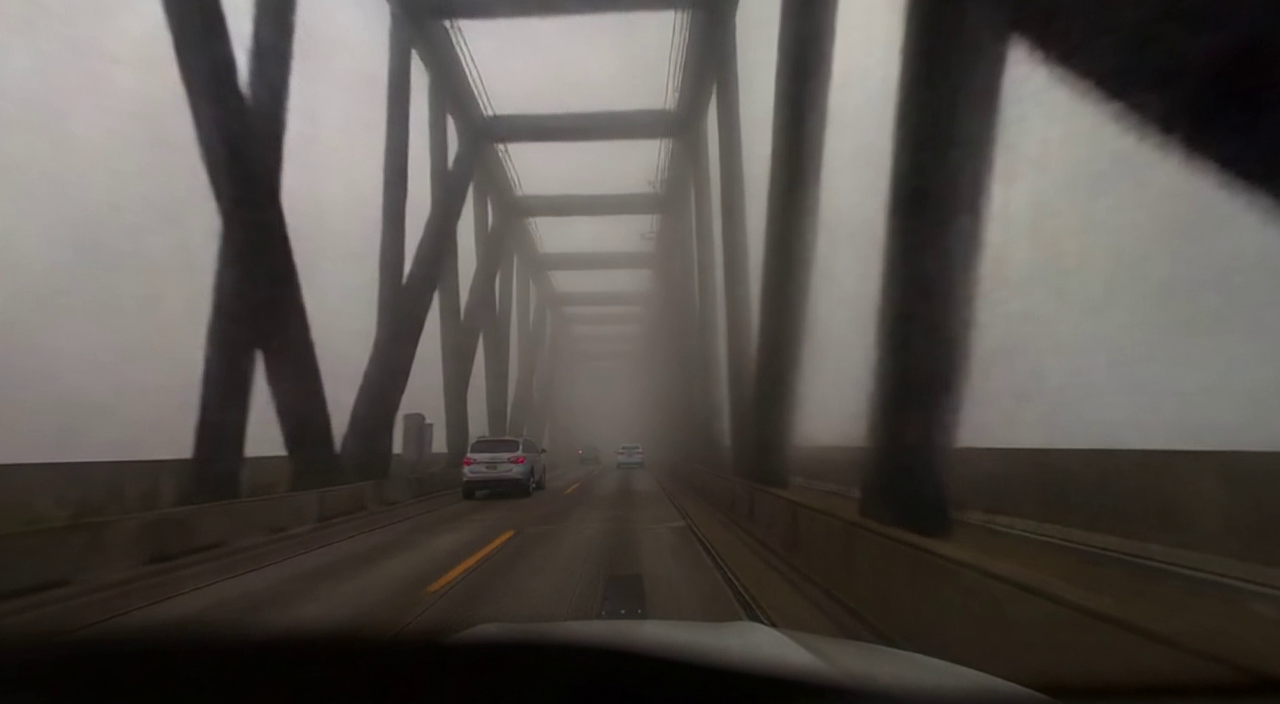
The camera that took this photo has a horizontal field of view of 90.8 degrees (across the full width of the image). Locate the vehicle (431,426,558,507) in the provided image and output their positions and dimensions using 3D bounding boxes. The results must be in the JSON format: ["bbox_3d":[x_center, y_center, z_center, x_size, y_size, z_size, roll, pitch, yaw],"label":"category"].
[{"bbox_3d":[-3.636,2.981,16.860,2.190,1.807,4.741,-1,-9,1],"label":"vehicle"}]

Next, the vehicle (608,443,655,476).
[{"bbox_3d":[-0.400,5.064,29.973,2.048,1.450,3.973,0,-9,-1],"label":"vehicle"}]
